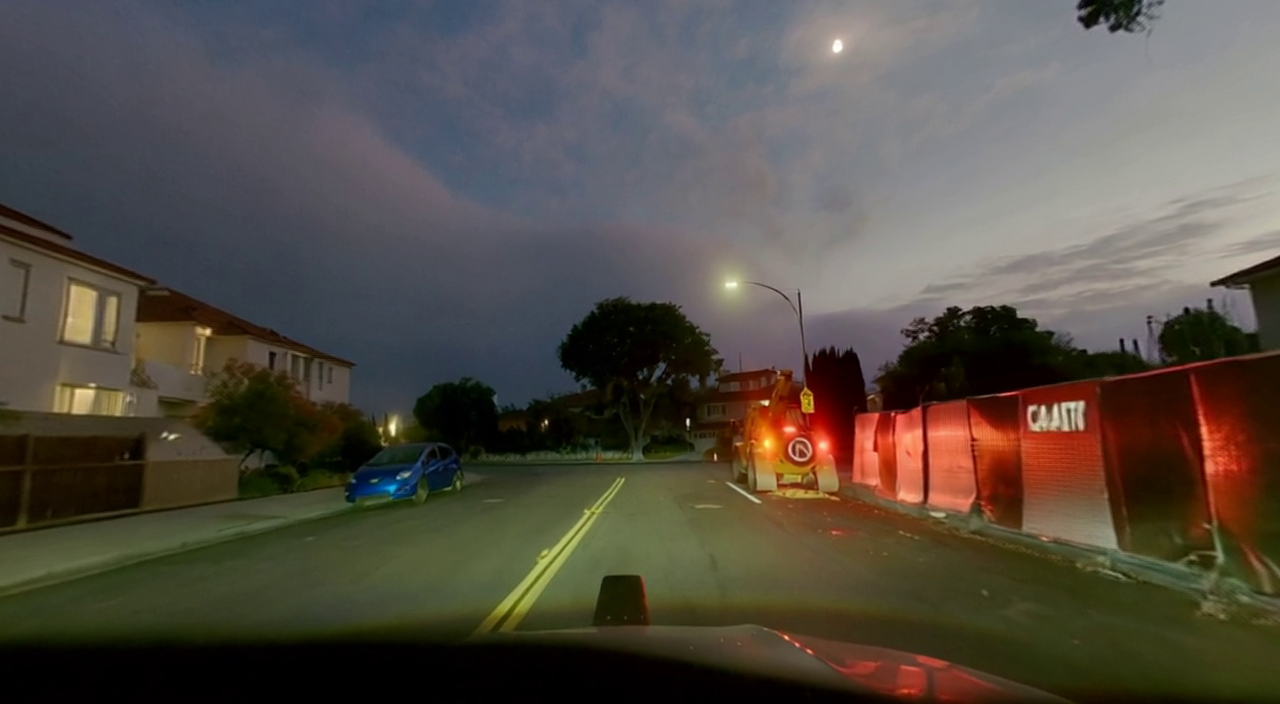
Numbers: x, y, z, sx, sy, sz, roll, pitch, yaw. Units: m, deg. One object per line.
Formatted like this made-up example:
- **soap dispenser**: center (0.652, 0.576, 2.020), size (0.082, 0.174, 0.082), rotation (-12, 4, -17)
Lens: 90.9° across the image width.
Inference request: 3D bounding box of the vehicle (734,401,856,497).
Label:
- **vehicle**: center (4.567, 2.944, 19.237), size (2.501, 2.613, 3.505), rotation (1, -9, -5)

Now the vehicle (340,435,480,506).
- **vehicle**: center (-6.473, 3.338, 18.469), size (2.220, 1.765, 4.799), rotation (-1, -8, 1)
